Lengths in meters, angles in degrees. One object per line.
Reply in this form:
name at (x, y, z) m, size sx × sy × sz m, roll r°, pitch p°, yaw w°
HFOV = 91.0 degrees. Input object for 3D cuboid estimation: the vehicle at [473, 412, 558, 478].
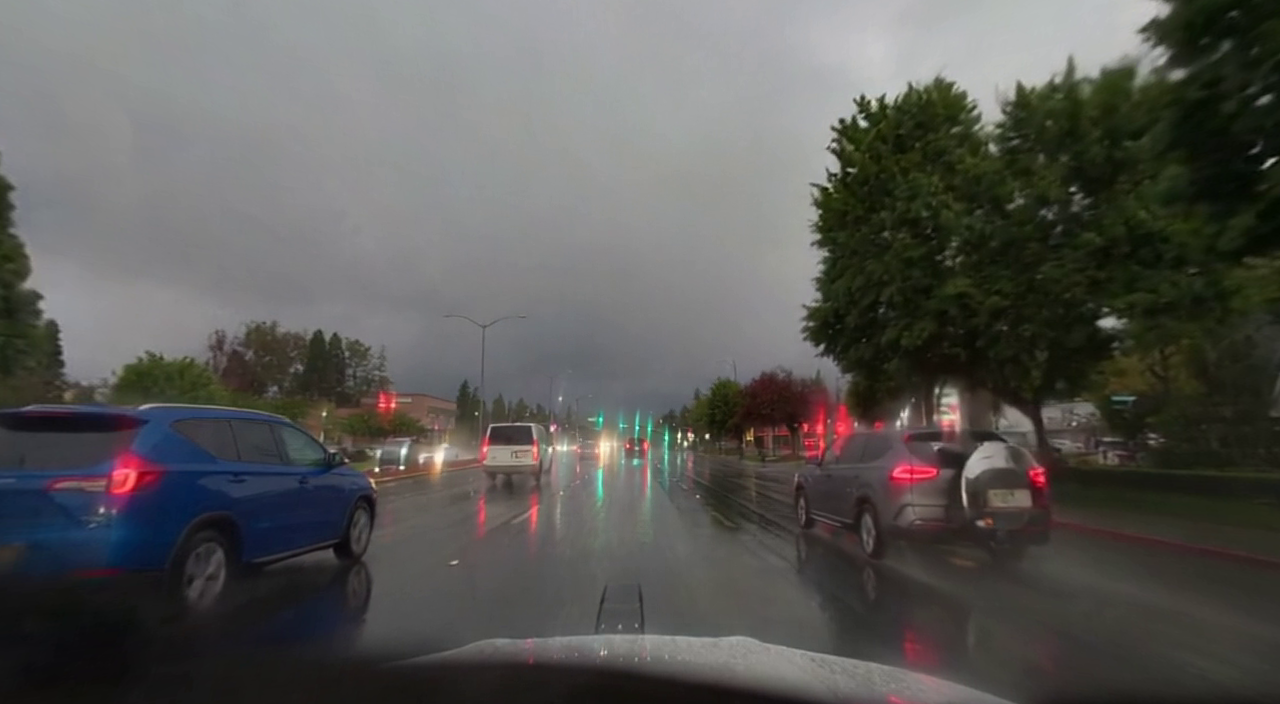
vehicle at (-5.382, 4.201, 28.360) m, size 2.863 × 2.592 × 6.410 m, roll 1°, pitch -9°, yaw -3°

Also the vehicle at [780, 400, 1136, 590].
vehicle at (3.581, 1.723, 8.481) m, size 2.167 × 1.792 × 4.835 m, roll 0°, pitch -9°, yaw -1°

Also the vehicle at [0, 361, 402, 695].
vehicle at (-3.968, 1.234, 5.528) m, size 2.038 × 1.748 × 4.303 m, roll 0°, pitch -9°, yaw 0°
